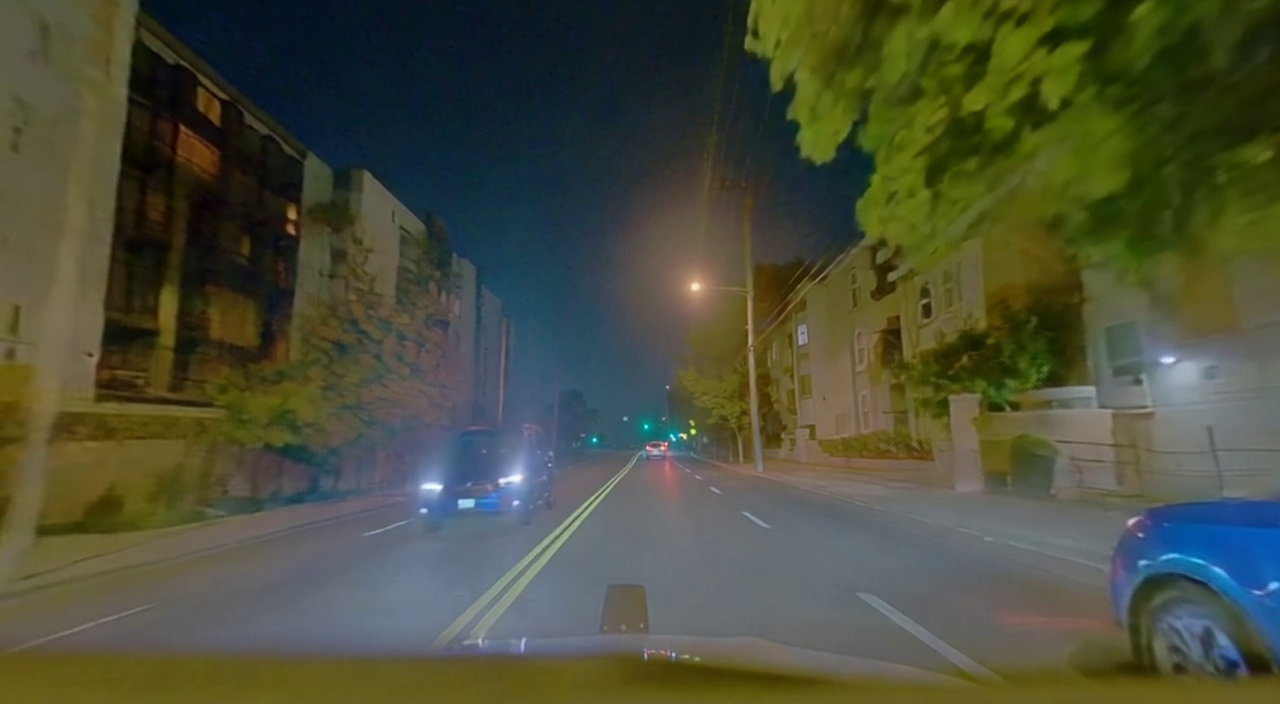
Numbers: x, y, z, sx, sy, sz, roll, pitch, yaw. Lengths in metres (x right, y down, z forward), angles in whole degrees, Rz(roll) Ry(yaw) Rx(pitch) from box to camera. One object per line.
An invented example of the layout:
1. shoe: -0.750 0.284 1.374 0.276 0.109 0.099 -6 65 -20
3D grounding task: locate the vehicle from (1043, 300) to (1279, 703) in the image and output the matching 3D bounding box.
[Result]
1. vehicle: 3.447 0.574 1.242 2.130 1.863 4.844 0 -9 1

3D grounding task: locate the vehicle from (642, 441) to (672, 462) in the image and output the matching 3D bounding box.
1. vehicle: 1.246 7.485 47.367 2.097 1.463 4.043 0 -8 0

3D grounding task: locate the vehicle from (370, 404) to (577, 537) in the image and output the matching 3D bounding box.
1. vehicle: -2.863 2.266 12.740 2.469 2.023 5.896 0 -8 1
